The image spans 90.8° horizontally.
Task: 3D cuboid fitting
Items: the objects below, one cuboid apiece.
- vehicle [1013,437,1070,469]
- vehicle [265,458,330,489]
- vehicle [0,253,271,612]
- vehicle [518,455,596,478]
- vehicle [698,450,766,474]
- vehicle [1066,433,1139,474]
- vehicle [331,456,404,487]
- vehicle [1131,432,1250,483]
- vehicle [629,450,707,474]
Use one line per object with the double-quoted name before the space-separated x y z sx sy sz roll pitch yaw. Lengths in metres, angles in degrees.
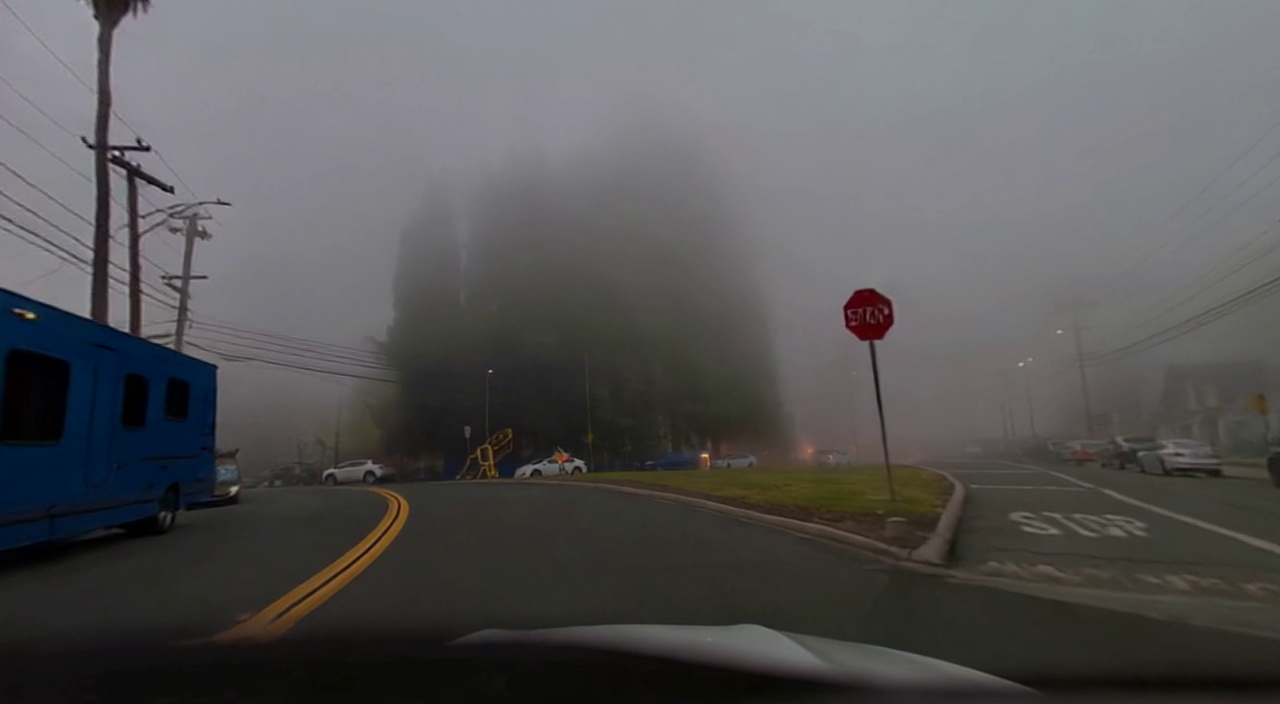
"vehicle" 28.991 7.230 45.796 2.094 1.992 4.941 -2 -6 17
"vehicle" -25.703 9.080 47.344 4.844 1.974 2.092 -4 -7 31
"vehicle" -8.969 1.104 9.078 3.216 3.720 11.364 1 -6 -14
"vehicle" -5.472 7.560 41.905 4.966 1.377 1.739 0 -6 -2
"vehicle" 6.507 7.716 44.570 4.461 1.417 1.781 2 -6 -24
"vehicle" 25.143 5.440 34.517 1.974 1.894 4.810 -3 -6 22
"vehicle" -18.955 8.255 43.889 4.586 1.784 1.890 -2 -6 22
"vehicle" 21.601 4.101 25.047 2.016 1.687 4.272 -2 -6 19
"vehicle" 1.889 7.424 42.787 4.952 1.472 1.837 2 -7 -15
